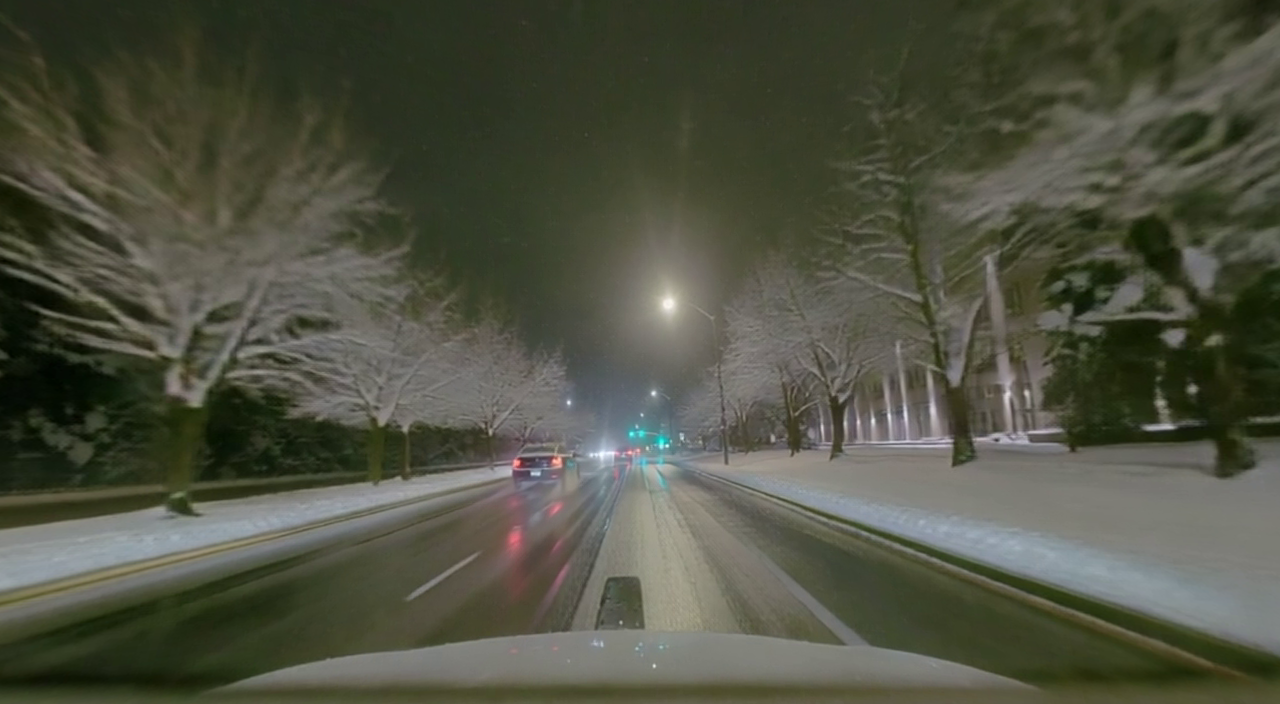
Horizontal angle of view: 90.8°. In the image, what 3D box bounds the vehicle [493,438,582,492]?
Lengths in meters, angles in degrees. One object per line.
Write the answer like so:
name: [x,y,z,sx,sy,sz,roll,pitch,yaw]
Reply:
vehicle: [-3.402,3.888,22.109,2.202,1.685,4.772,0,-9,1]
